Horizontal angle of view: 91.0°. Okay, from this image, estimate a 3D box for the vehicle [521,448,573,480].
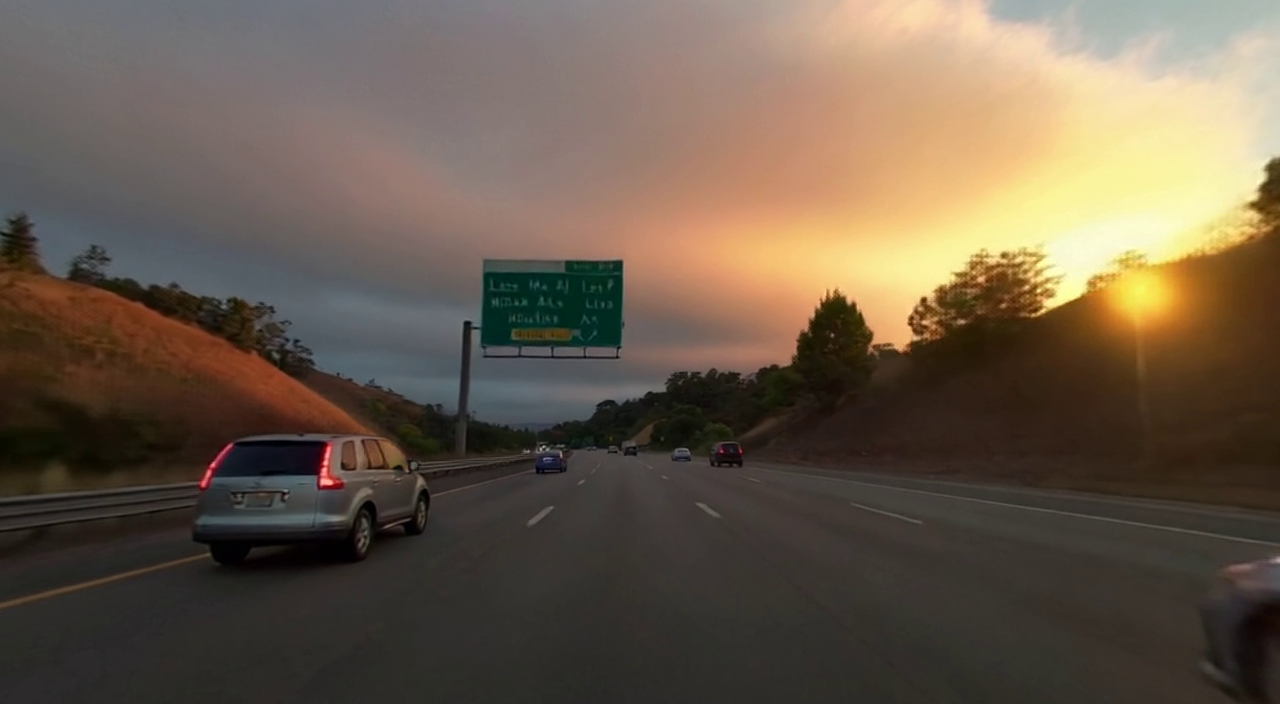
[{"bbox_3d":[-4.539,5.523,31.352,2.009,1.488,4.289,0,-9,-1],"label":"vehicle"}]

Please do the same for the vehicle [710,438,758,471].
[{"bbox_3d":[6.451,7.126,43.860,2.378,2.096,5.119,1,-9,-2],"label":"vehicle"}]

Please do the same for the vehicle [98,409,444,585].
[{"bbox_3d":[-4.389,1.792,8.540,2.079,1.745,4.281,0,-9,0],"label":"vehicle"}]
